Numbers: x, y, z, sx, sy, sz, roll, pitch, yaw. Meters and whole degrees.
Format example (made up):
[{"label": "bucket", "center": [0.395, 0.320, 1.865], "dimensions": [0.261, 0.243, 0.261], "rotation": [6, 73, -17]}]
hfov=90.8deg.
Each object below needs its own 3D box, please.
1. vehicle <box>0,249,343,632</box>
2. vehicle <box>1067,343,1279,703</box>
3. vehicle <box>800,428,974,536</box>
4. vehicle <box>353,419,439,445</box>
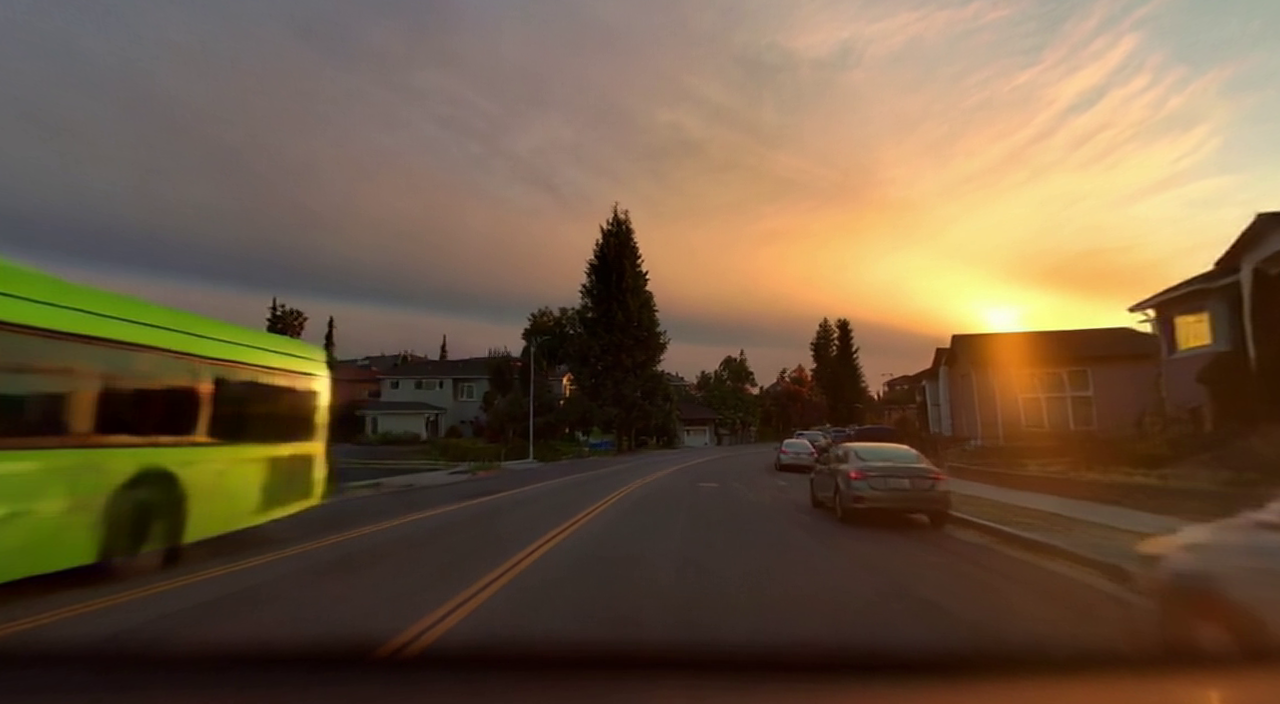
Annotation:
[{"label": "vehicle", "center": [-7.213, 0.580, 4.205], "dimensions": [3.577, 3.168, 13.108], "rotation": [-1, -9, 3]}, {"label": "vehicle", "center": [3.080, 0.633, 1.123], "dimensions": [1.984, 1.601, 3.994], "rotation": [-1, -8, 4]}, {"label": "vehicle", "center": [3.820, 2.037, 10.470], "dimensions": [1.665, 1.425, 3.727], "rotation": [-1, -8, 5]}, {"label": "vehicle", "center": [-14.644, 4.835, 38.048], "dimensions": [4.407, 1.478, 1.973], "rotation": [-2, -9, 11]}]
